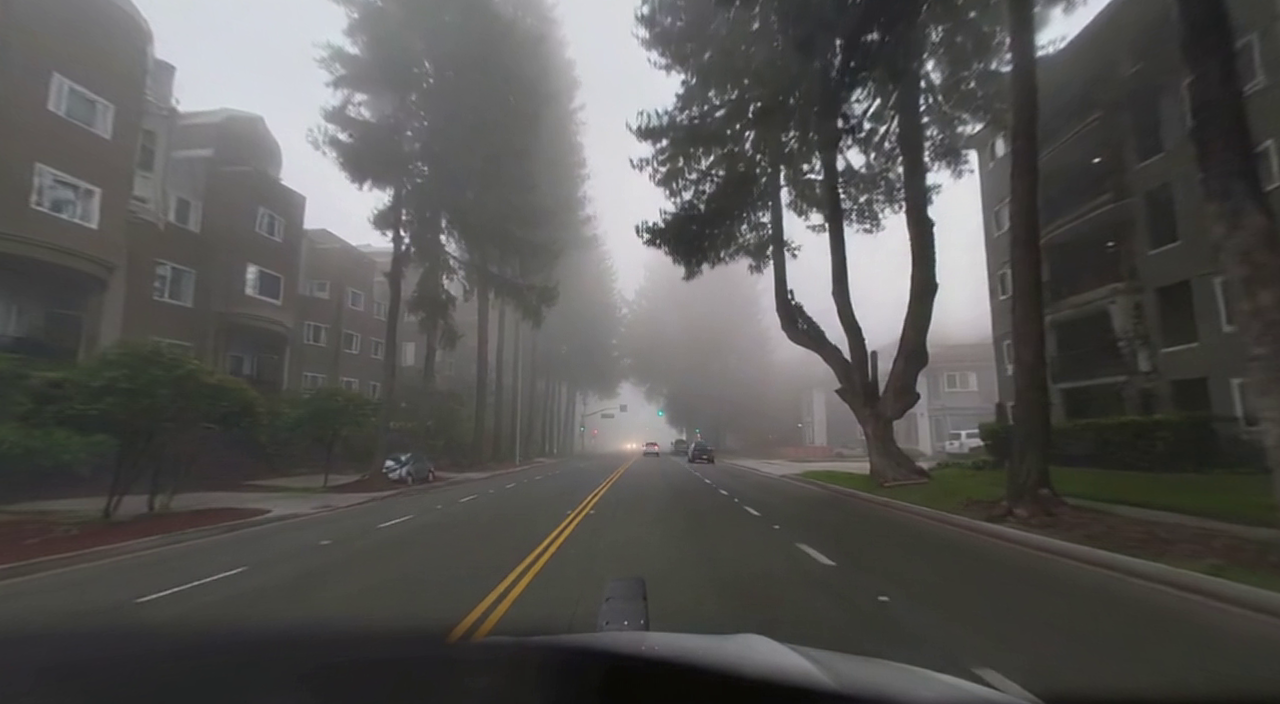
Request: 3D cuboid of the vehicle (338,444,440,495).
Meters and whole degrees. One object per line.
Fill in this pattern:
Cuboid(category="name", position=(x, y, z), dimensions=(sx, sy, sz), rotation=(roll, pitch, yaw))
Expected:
Cuboid(category="vehicle", position=(-9.316, 4.361, 23.808), dimensions=(1.933, 1.498, 4.446), rotation=(-4, -7, 2))

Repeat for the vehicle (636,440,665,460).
Cuboid(category="vehicle", position=(0.778, 7.484, 48.264), dimensions=(2.097, 1.463, 4.043), rotation=(0, -9, 0))

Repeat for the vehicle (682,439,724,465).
Cuboid(category="vehicle", position=(3.801, 6.180, 38.966), dimensions=(2.078, 1.488, 4.741), rotation=(0, -9, -1))
